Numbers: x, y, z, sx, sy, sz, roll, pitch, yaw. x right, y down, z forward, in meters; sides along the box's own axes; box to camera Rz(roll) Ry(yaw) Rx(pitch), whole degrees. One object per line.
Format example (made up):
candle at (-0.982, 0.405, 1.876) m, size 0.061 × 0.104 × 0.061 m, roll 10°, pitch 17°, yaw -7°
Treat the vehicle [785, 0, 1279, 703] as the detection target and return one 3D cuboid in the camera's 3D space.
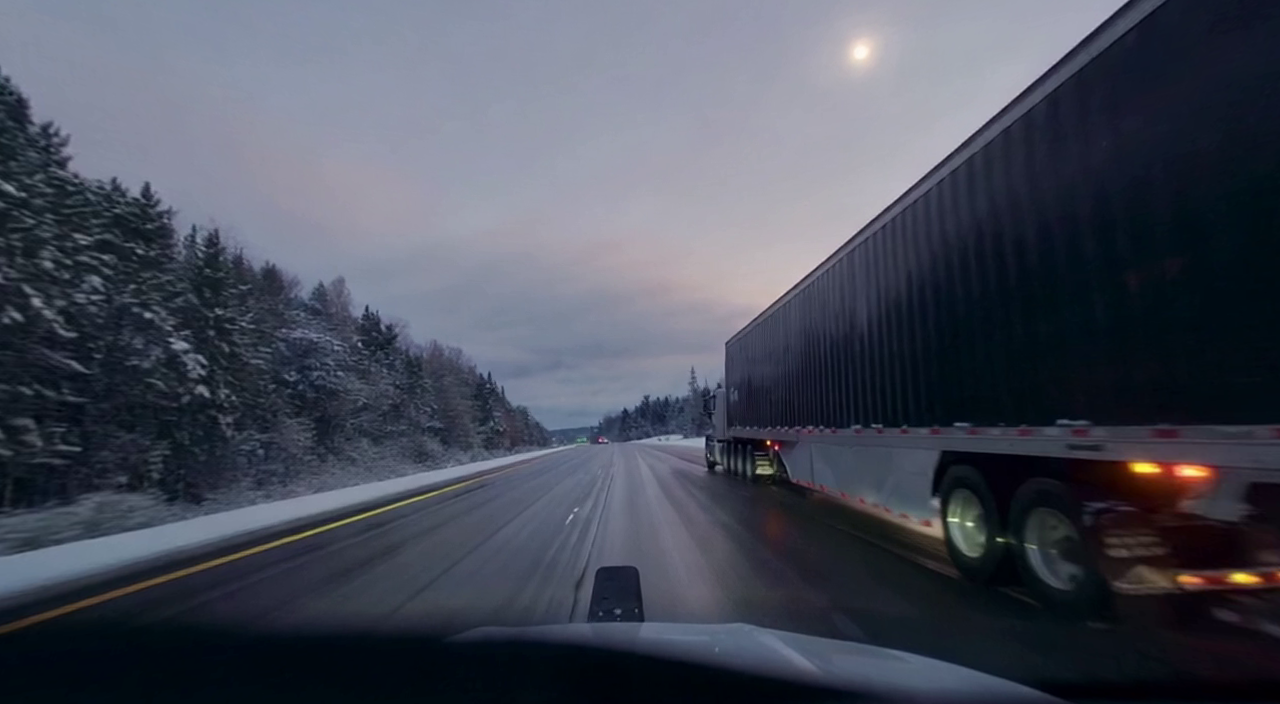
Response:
vehicle at (4.438, 0.335, 7.731) m, size 2.932 × 4.022 × 8.803 m, roll 0°, pitch -8°, yaw -2°
